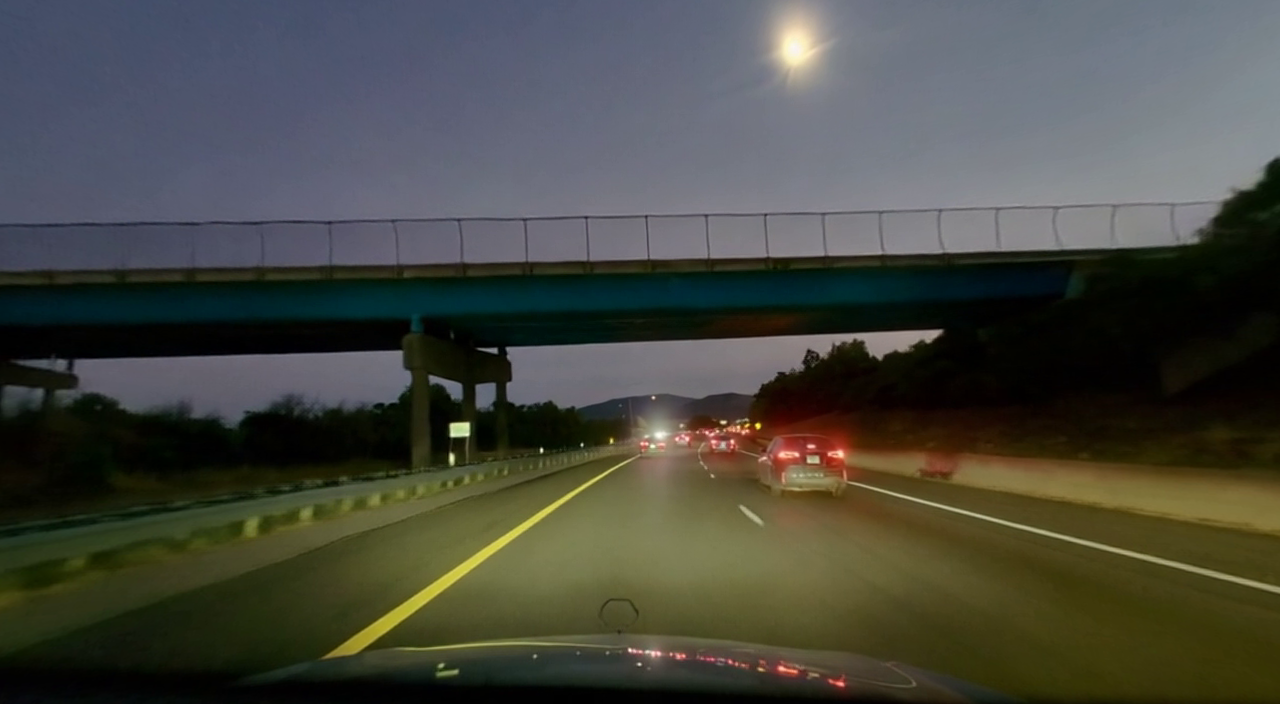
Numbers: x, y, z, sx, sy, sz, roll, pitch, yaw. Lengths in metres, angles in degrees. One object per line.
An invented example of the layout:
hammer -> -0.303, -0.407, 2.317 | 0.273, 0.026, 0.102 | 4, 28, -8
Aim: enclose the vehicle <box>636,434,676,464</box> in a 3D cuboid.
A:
vehicle -> 0.903, 5.186, 33.828 | 1.993, 1.461, 3.812 | -1, -8, 3
